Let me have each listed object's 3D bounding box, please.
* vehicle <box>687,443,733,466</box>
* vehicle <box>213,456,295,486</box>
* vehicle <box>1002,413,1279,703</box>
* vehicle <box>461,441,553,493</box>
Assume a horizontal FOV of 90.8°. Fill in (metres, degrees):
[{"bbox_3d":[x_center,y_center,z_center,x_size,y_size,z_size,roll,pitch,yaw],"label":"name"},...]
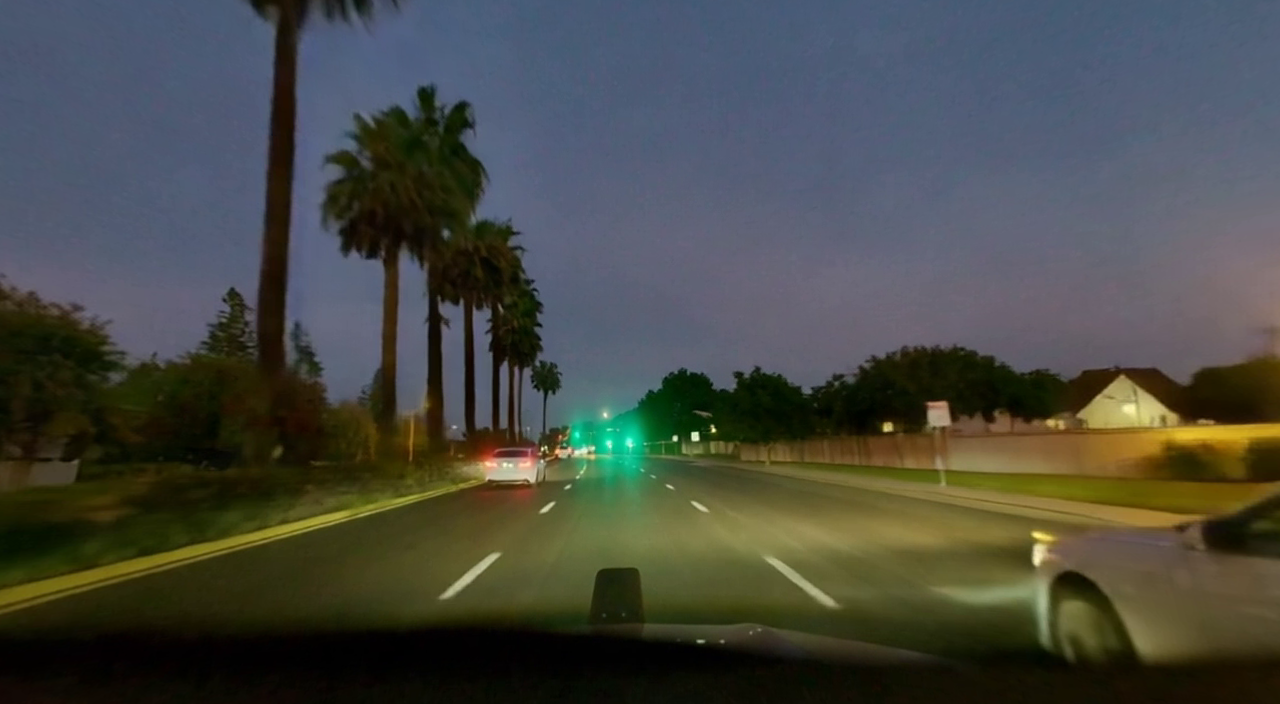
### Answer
[{"bbox_3d":[4.998,7.472,46.151,2.169,1.559,5.849,1,-9,-5],"label":"vehicle"},{"bbox_3d":[-22.568,6.971,37.227,2.191,1.482,4.661,-2,-9,-4],"label":"vehicle"},{"bbox_3d":[3.074,0.771,1.124,1.941,1.424,4.720,0,-9,-2],"label":"vehicle"},{"bbox_3d":[-4.153,3.697,20.604,2.108,1.475,4.555,0,-9,-1],"label":"vehicle"}]
